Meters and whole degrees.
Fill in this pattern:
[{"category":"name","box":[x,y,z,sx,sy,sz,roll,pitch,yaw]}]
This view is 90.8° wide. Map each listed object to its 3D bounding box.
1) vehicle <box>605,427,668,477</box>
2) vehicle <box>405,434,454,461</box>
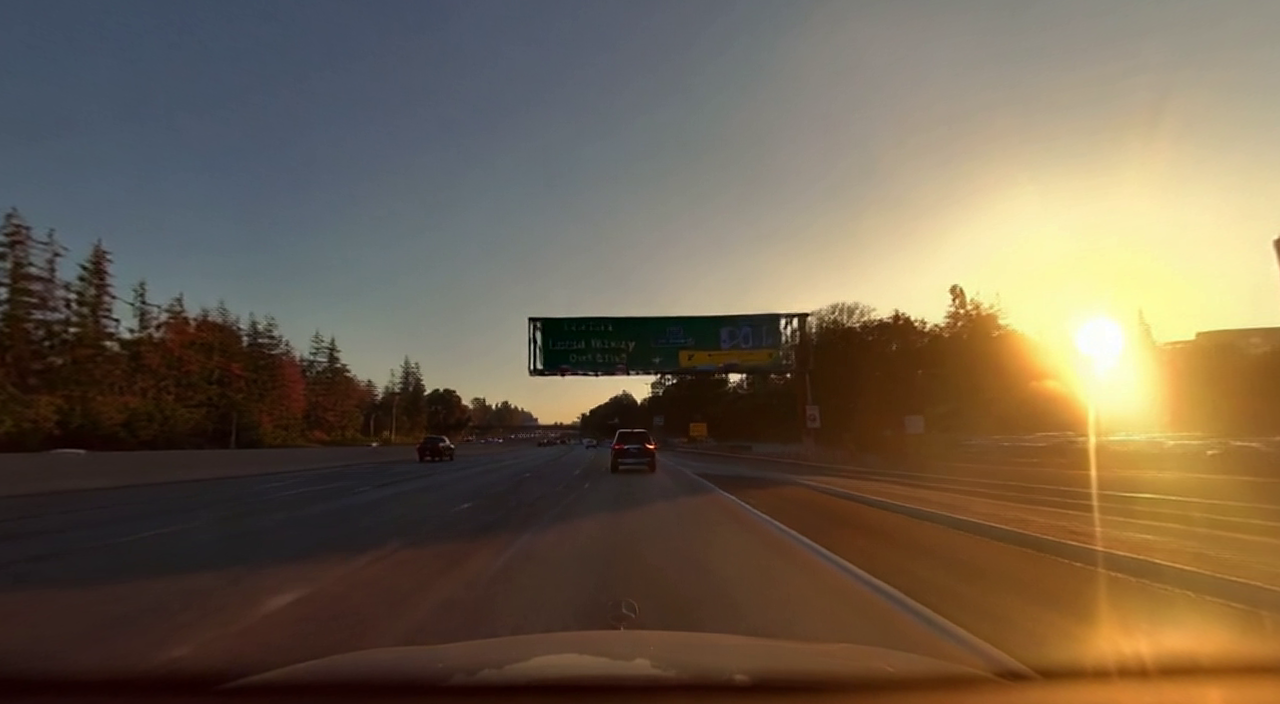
[{"category":"vehicle","box":[-0.173,4.380,27.811,2.497,1.957,5.432,0,-9,-1]},{"category":"vehicle","box":[-16.115,7.365,48.671,2.289,1.955,5.147,0,-9,-4]}]
